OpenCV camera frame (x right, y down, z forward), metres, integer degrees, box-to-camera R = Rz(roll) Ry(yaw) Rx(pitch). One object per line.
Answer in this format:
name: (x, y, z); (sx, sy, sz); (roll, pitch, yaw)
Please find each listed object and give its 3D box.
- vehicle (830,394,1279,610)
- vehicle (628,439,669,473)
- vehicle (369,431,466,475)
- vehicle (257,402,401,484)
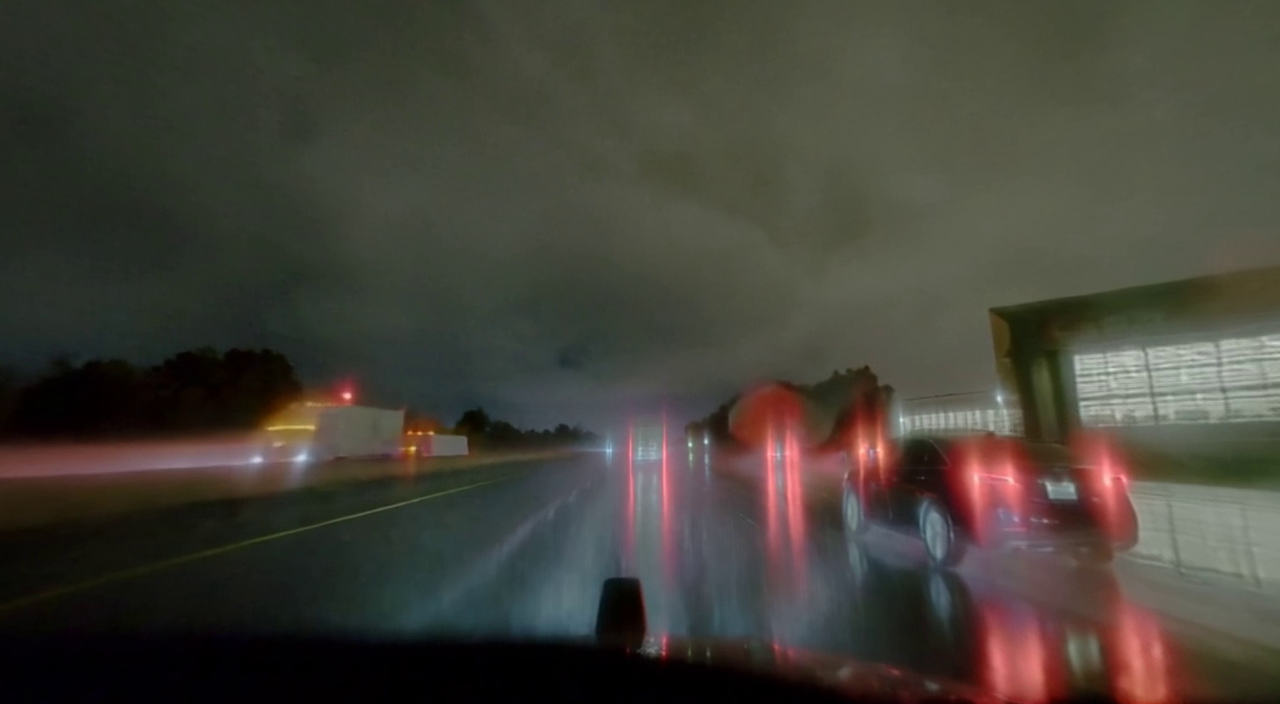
vehicle: (4.003, 1.509, 7.286); (2.008, 1.595, 5.082); (0, -9, 0)
vehicle: (0.373, 5.484, 33.290); (2.015, 1.639, 4.086); (0, -9, -1)
vehicle: (-15.670, 7.310, 45.636); (2.723, 2.765, 11.554); (0, -9, 1)
vehicle: (-15.734, 4.767, 32.850); (3.049, 3.710, 8.153); (0, -9, 1)
